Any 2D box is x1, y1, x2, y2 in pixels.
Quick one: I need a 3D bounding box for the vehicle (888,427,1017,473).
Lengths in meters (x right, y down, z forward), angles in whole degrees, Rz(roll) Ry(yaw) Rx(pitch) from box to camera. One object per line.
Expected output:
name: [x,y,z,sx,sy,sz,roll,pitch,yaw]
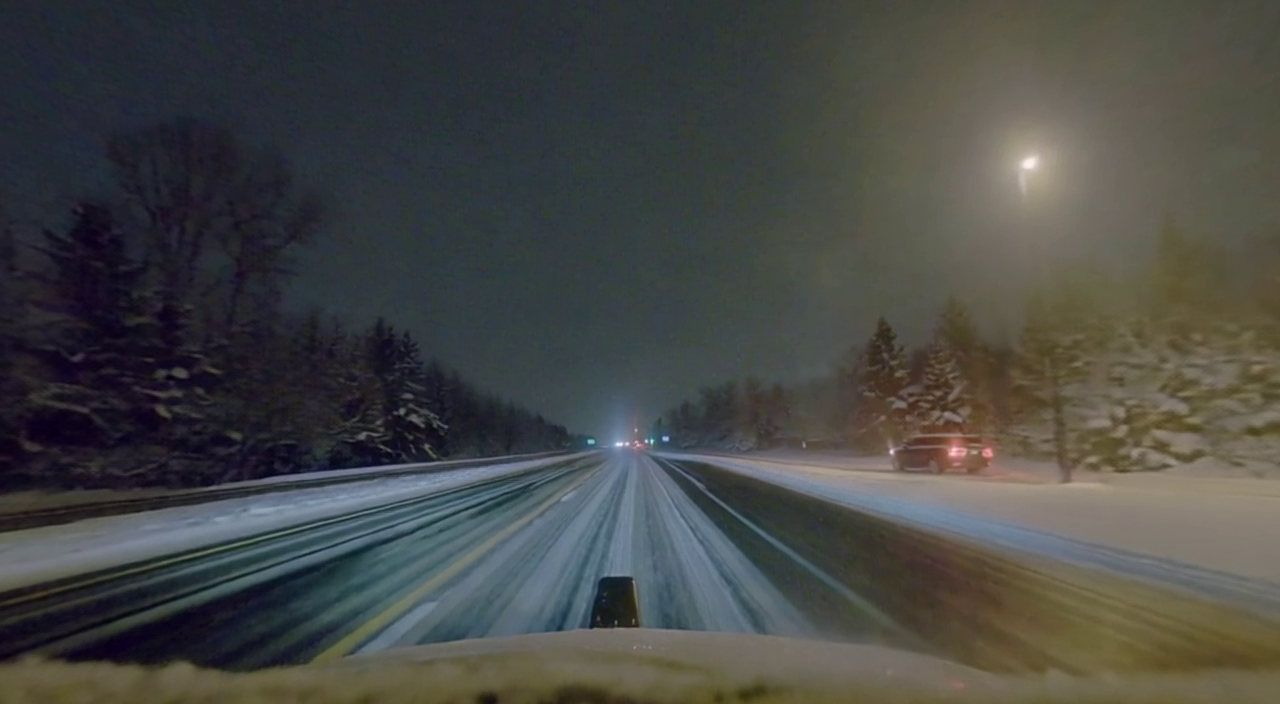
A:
vehicle: [14.283,4.517,29.225,2.328,1.916,5.227,2,-9,-17]
